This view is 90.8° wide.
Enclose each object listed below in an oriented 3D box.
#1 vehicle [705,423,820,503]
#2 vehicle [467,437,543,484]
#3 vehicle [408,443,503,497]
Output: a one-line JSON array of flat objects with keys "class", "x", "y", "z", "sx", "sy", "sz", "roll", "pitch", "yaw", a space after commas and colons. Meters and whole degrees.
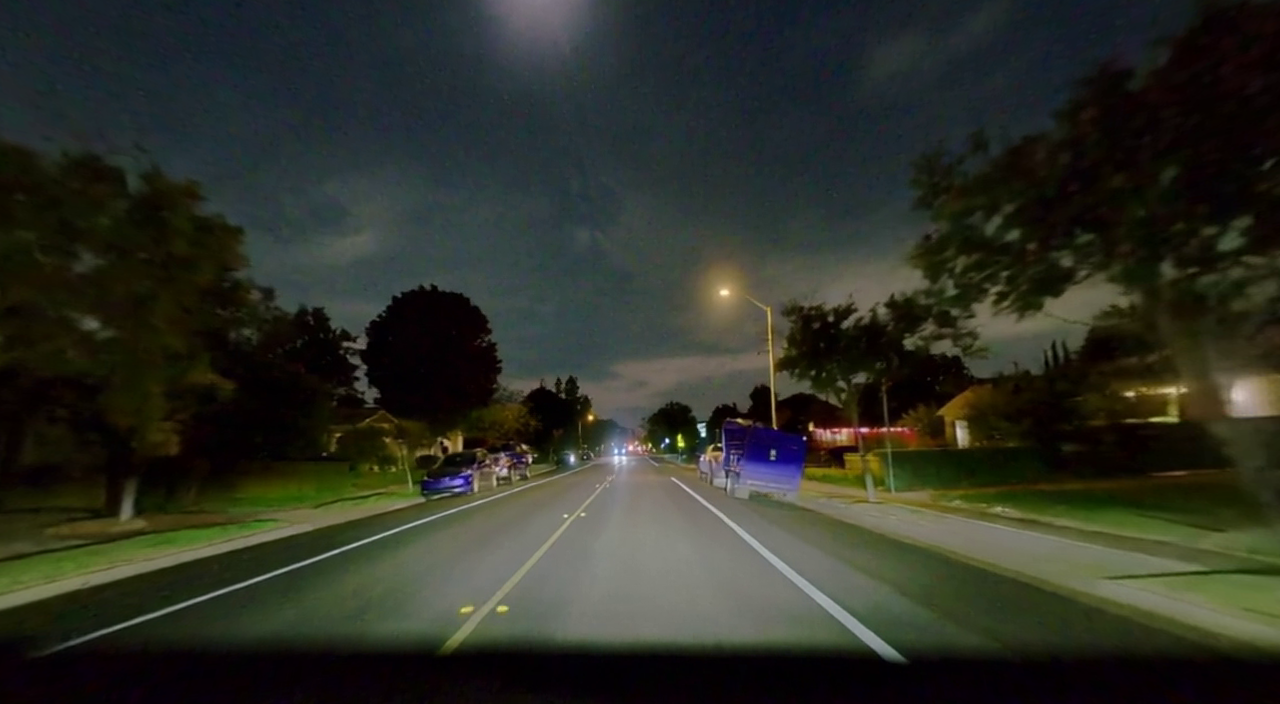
[{"class": "vehicle", "x": 3.483, "y": 3.326, "z": 19.380, "sx": 2.332, "sy": 2.044, "sz": 5.695, "roll": 0, "pitch": -9, "yaw": -1}, {"class": "vehicle", "x": -6.434, "y": 5.226, "z": 30.910, "sx": 2.302, "sy": 2.059, "sz": 5.758, "roll": 0, "pitch": -8, "yaw": 1}, {"class": "vehicle", "x": -6.831, "y": 4.405, "z": 24.104, "sx": 2.005, "sy": 1.785, "sz": 5.179, "roll": 0, "pitch": -9, "yaw": 0}]
